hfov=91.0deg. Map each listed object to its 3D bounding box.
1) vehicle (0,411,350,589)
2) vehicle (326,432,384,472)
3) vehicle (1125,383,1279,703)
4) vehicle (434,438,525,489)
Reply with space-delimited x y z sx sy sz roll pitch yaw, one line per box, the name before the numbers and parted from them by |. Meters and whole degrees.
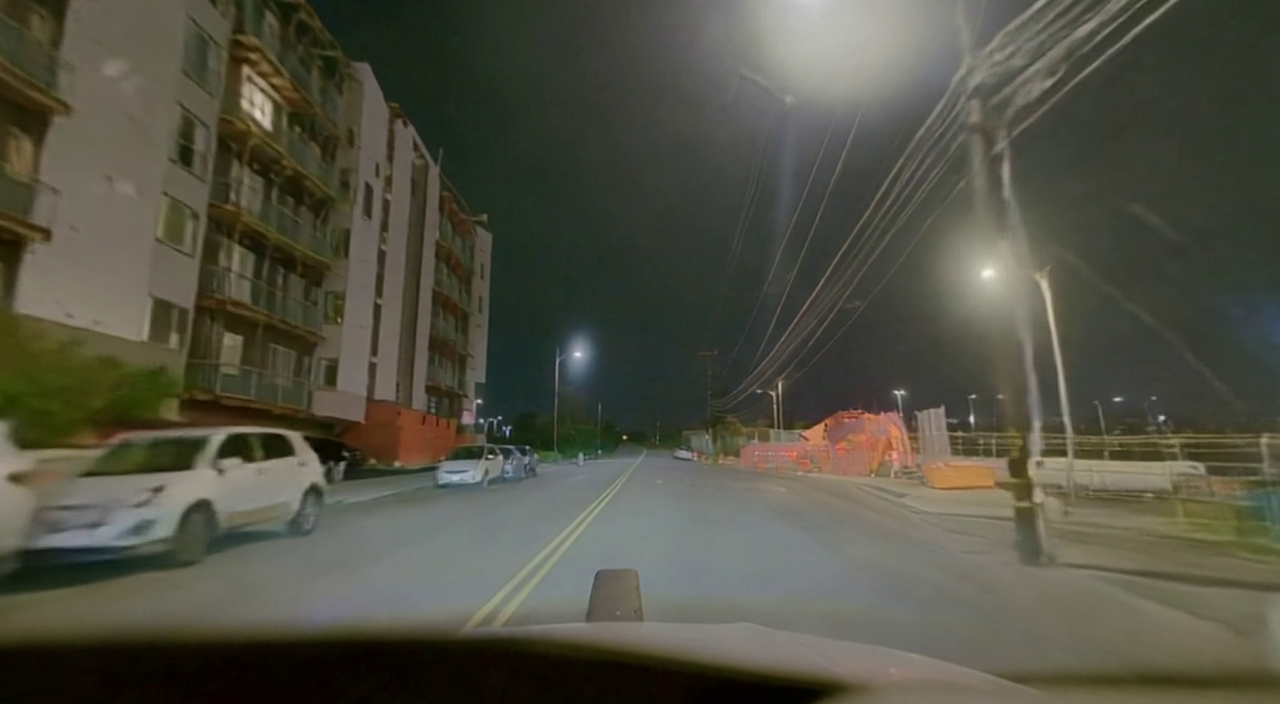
vehicle | -6.062 1.762 8.416 1.991 1.683 4.647 0 -9 2
vehicle | -12.819 4.439 28.136 1.998 1.576 5.203 4 -10 -27
vehicle | 3.762 0.768 0.936 2.097 1.777 5.003 0 -9 0
vehicle | -5.737 4.033 23.124 1.998 1.633 4.673 0 -9 1
